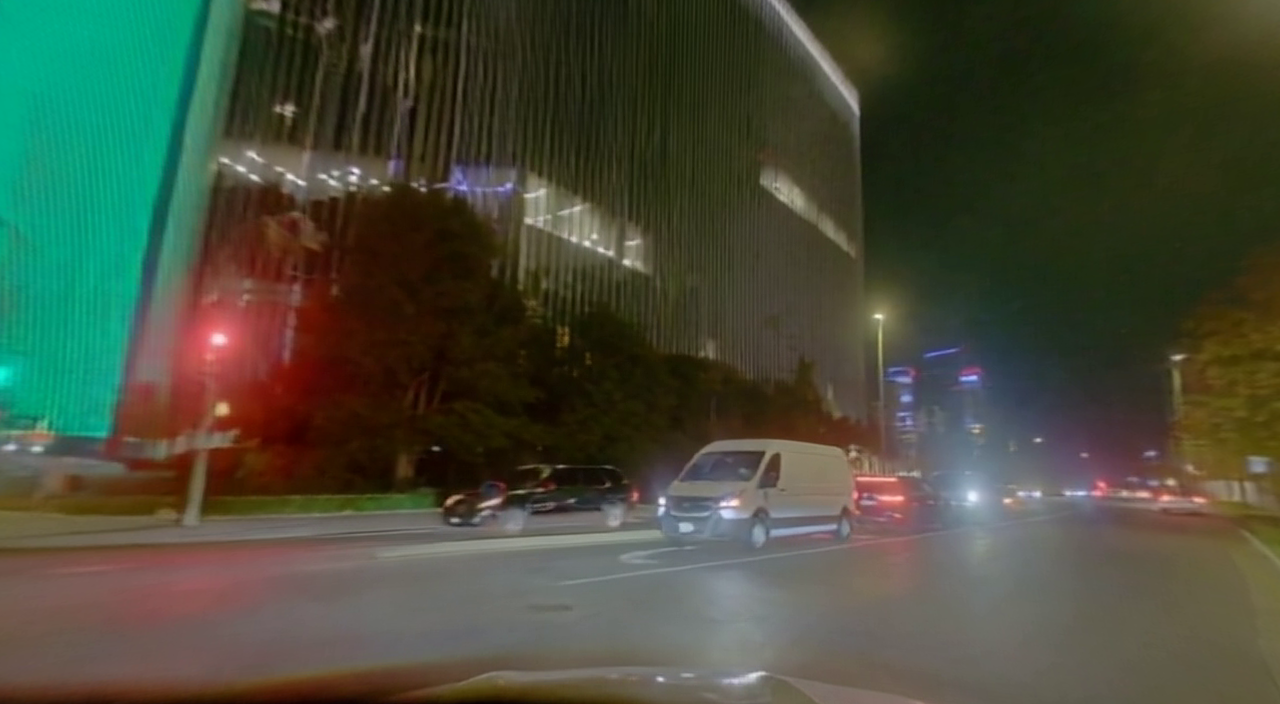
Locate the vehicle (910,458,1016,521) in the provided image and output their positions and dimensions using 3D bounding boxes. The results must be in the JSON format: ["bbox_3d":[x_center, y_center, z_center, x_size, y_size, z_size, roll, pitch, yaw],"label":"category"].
[{"bbox_3d":[11.947,4.972,23.176,2.148,2.024,4.884,-8,-14,41],"label":"vehicle"}]

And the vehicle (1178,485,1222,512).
[{"bbox_3d":[36.021,9.381,40.557,1.899,1.470,3.666,-8,-13,40],"label":"vehicle"}]

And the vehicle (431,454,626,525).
[{"bbox_3d":[-2.592,3.324,15.574,1.868,1.472,4.470,-9,-14,42],"label":"vehicle"}]

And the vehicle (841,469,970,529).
[{"bbox_3d":[7.836,4.195,18.372,1.853,1.495,4.632,-11,-15,41],"label":"vehicle"}]

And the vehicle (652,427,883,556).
[{"bbox_3d":[2.767,2.727,12.702,2.104,2.013,5.252,-11,-15,40],"label":"vehicle"}]
